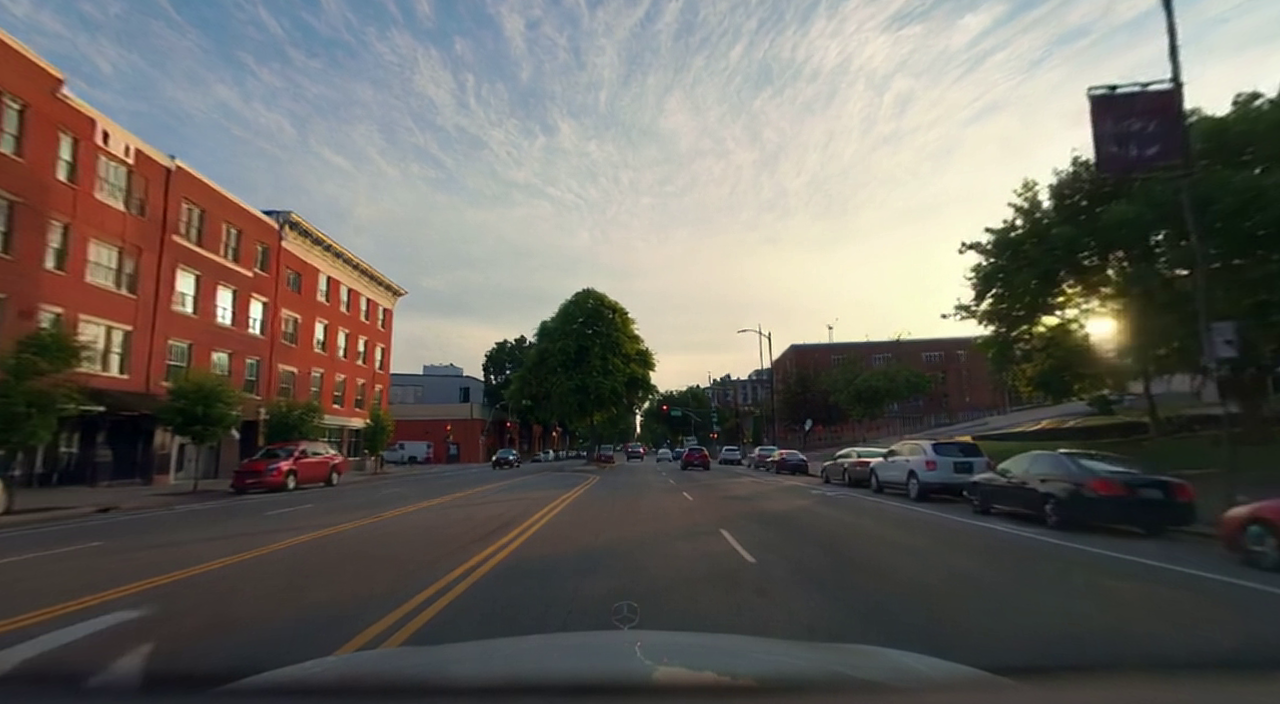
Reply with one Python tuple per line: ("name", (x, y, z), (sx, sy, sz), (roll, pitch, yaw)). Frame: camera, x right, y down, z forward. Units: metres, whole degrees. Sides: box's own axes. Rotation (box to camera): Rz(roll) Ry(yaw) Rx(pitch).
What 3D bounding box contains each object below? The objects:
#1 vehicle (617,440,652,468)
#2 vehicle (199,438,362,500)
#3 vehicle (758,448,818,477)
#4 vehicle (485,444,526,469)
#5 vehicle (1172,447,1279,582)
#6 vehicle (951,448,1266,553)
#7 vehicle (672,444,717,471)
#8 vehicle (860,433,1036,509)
("vehicle", (-0.409, 7.239, 45.117), (2.329, 1.842, 4.537), (0, -8, -1))
("vehicle", (-14.462, 4.710, 26.111), (2.822, 2.230, 6.145), (0, -9, 3))
("vehicle", (8.101, 6.067, 35.026), (2.054, 1.455, 4.786), (0, -8, -2))
("vehicle", (-10.151, 7.920, 48.058), (2.212, 1.784, 4.626), (0, -8, -2))
("vehicle", (8.064, 1.614, 5.814), (2.030, 1.444, 4.832), (0, -8, -1))
("vehicle", (8.052, 2.535, 11.686), (2.075, 1.467, 4.800), (0, -8, -1))
("vehicle", (3.211, 6.344, 38.288), (2.238, 1.499, 4.964), (0, -8, 0))
("vehicle", (8.144, 3.198, 17.408), (2.310, 1.753, 4.814), (0, -9, -1))
